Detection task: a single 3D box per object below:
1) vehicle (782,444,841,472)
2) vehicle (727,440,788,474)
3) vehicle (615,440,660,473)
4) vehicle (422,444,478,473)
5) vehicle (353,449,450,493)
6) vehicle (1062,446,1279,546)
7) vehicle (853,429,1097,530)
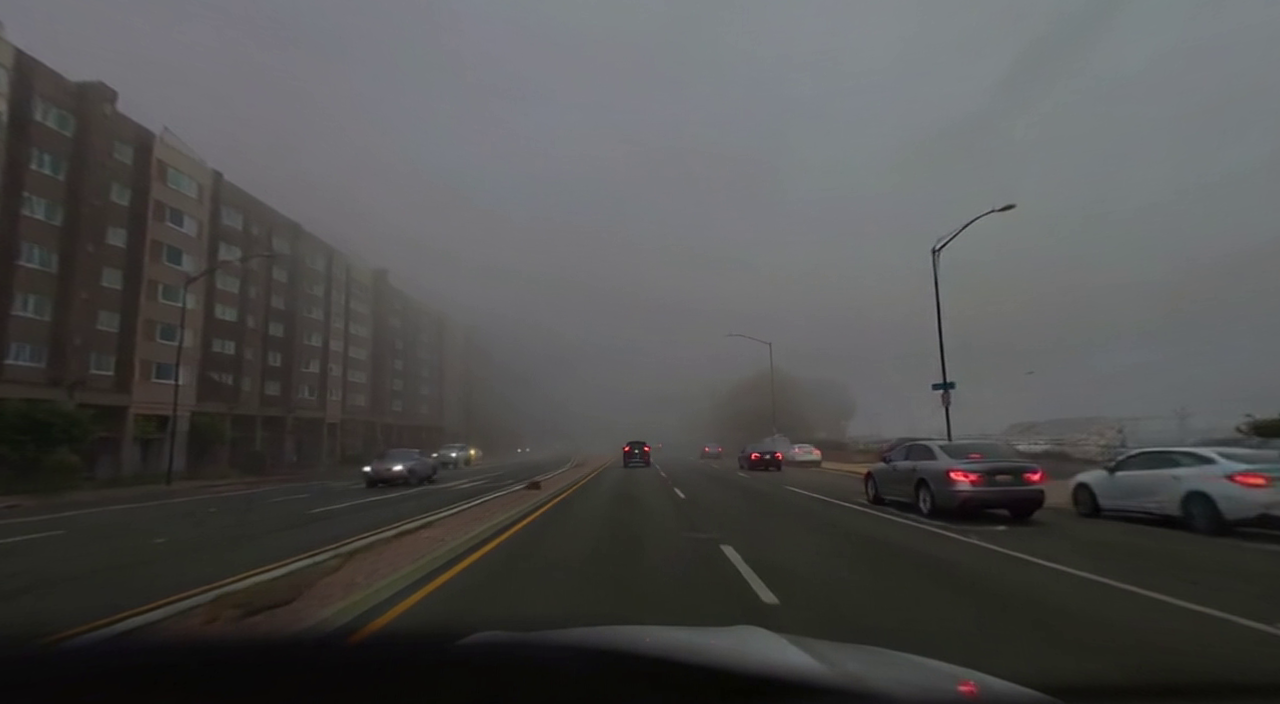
[{"bbox_3d":[9.981,6.167,36.930,2.089,1.508,4.323,0,-9,-2],"label":"vehicle"},{"bbox_3d":[5.777,5.219,31.438,2.154,1.554,4.149,0,-9,-2],"label":"vehicle"},{"bbox_3d":[-0.131,5.212,31.600,2.106,1.553,3.964,0,-9,0],"label":"vehicle"},{"bbox_3d":[-11.817,6.610,39.463,2.036,1.697,4.680,0,-9,0],"label":"vehicle"},{"bbox_3d":[-8.457,4.219,22.752,1.869,1.419,4.183,0,-9,0],"label":"vehicle"},{"bbox_3d":[10.110,2.408,11.222,1.930,1.426,4.501,1,-9,-2],"label":"vehicle"},{"bbox_3d":[6.097,2.372,12.384,2.121,1.557,4.898,0,-9,0],"label":"vehicle"}]
